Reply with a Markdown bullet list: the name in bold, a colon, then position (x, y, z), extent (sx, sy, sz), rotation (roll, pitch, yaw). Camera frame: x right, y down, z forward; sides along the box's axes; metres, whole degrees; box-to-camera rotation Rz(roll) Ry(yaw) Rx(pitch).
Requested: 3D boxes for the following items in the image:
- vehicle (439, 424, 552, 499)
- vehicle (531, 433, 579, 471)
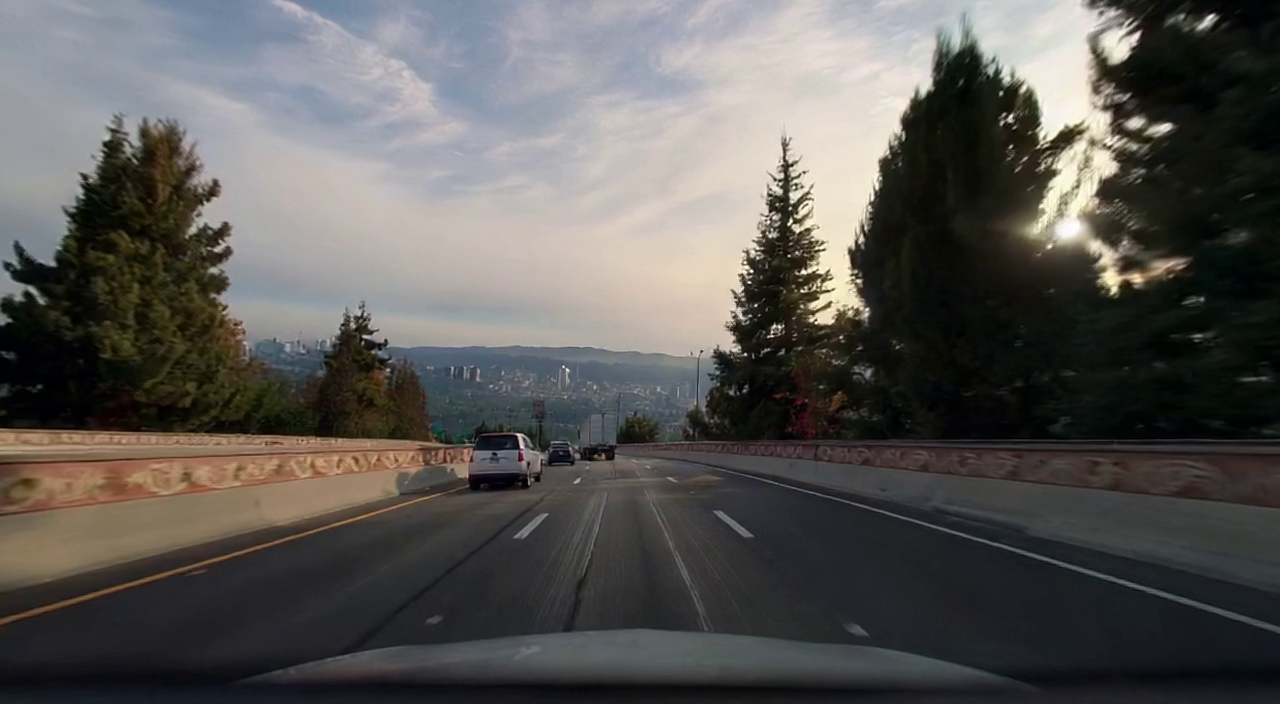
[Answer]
- **vehicle**: position (-3.691, 2.889, 16.978), extent (2.041, 1.734, 4.391), rotation (0, -9, -1)
- **vehicle**: position (-4.266, 5.101, 32.245), extent (2.044, 1.740, 4.361), rotation (1, -9, -2)
